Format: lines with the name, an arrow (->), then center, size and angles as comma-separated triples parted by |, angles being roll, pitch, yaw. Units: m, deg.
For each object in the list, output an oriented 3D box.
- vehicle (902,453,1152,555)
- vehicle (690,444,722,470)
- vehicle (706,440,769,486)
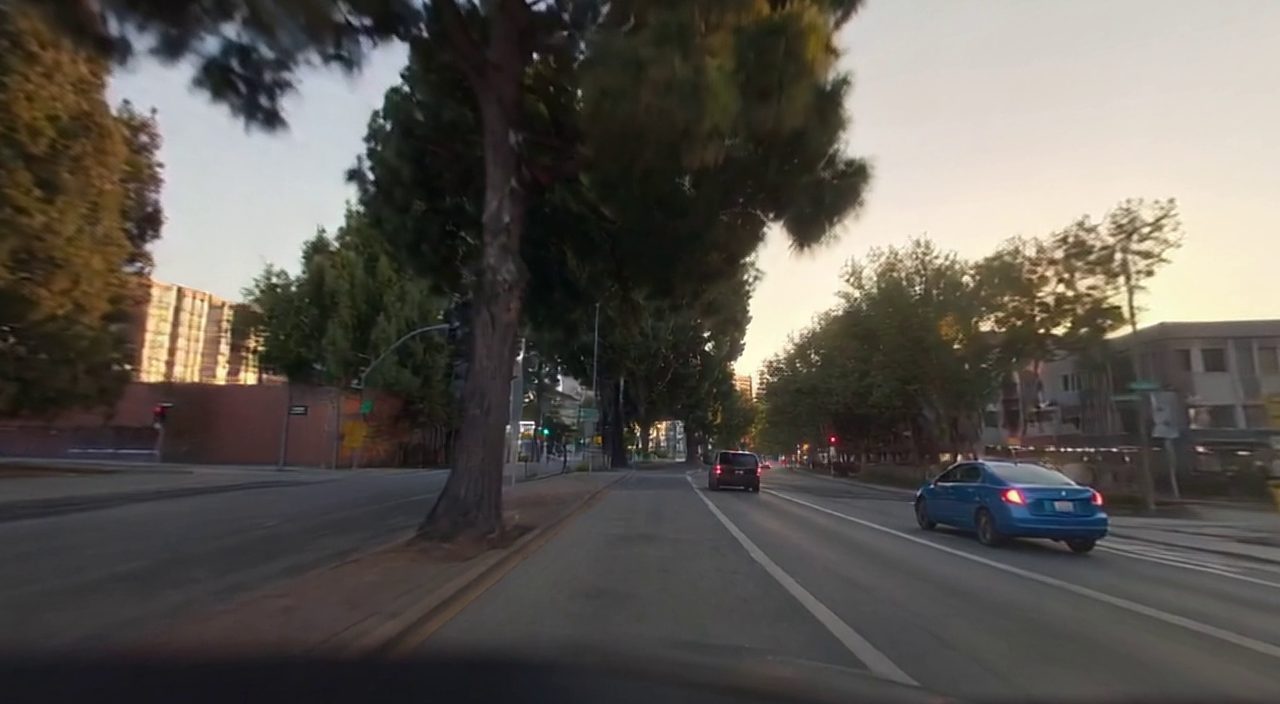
vehicle -> 6.975, 2.737, 12.121 | 1.899, 1.496, 4.559 | 0, -8, 0
vehicle -> 4.964, 7.950, 47.963 | 2.102, 1.859, 4.349 | 0, -9, 1
vehicle -> 4.241, 4.887, 28.136 | 2.154, 1.844, 4.634 | 0, -8, 1
